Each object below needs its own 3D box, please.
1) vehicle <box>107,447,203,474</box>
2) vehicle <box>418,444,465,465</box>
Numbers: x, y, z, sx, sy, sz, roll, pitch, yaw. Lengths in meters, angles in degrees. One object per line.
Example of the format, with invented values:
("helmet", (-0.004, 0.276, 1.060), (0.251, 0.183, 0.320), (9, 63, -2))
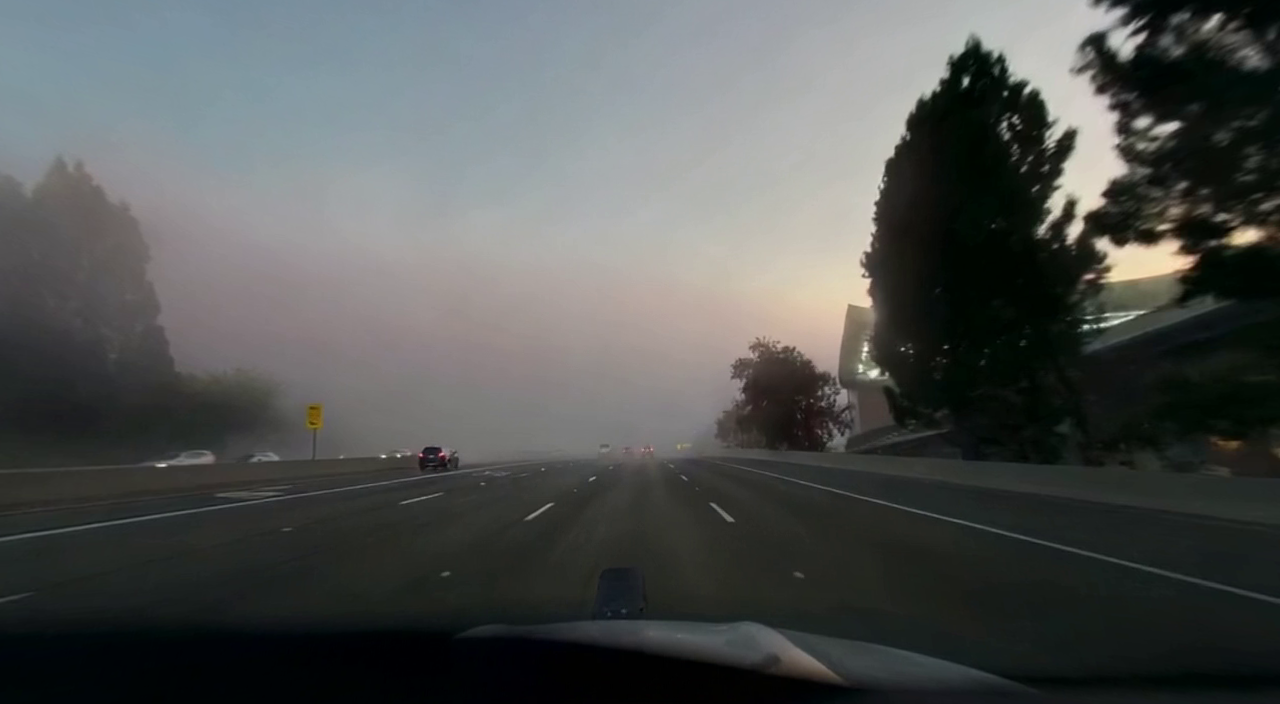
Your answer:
("vehicle", (-30.289, 6.756, 39.609), (1.863, 1.551, 5.152), (0, -9, 0))
("vehicle", (-14.301, 7.418, 45.616), (1.818, 1.377, 4.419), (-1, -8, 2))
